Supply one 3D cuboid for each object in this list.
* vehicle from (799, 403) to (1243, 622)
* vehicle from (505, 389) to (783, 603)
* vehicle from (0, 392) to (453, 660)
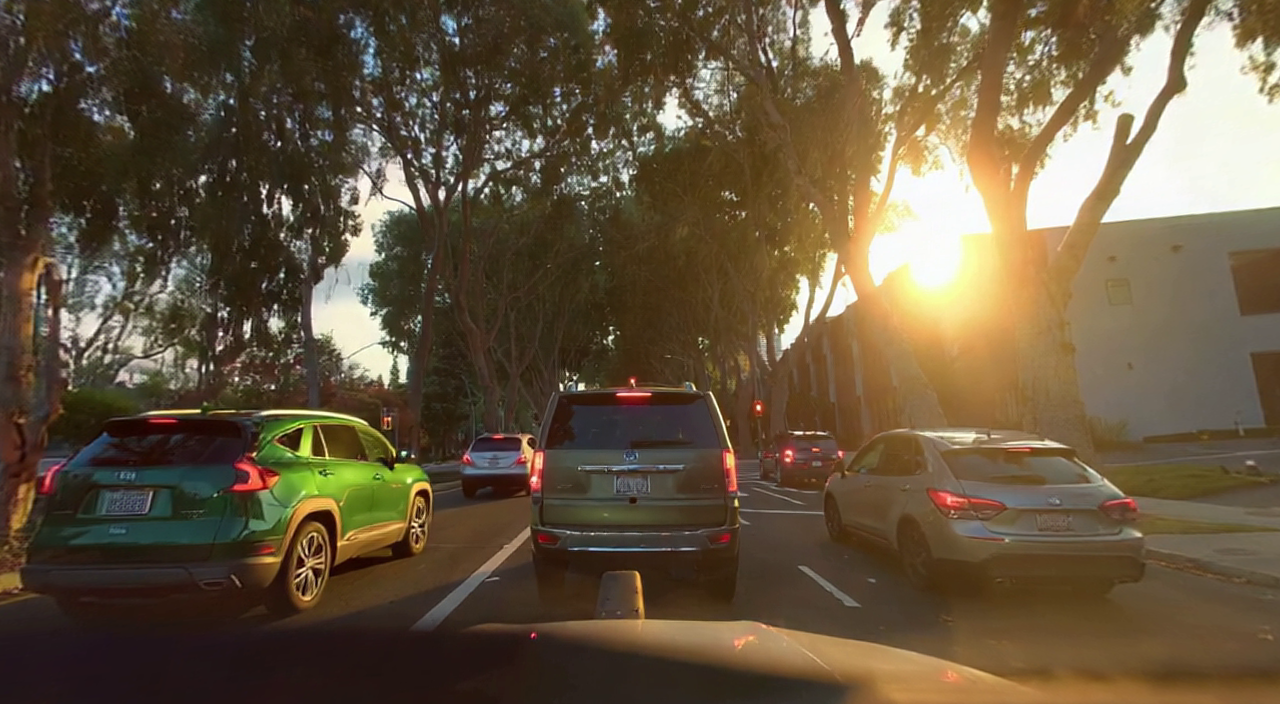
[{"bbox_3d":[3.469,1.547,7.049,2.202,1.657,4.298,0,-9,-1],"label":"vehicle"},{"bbox_3d":[0.015,1.481,7.241,2.294,1.761,3.857,0,-9,-1],"label":"vehicle"},{"bbox_3d":[-3.376,1.369,5.982,1.961,1.639,4.064,0,-9,0],"label":"vehicle"}]
